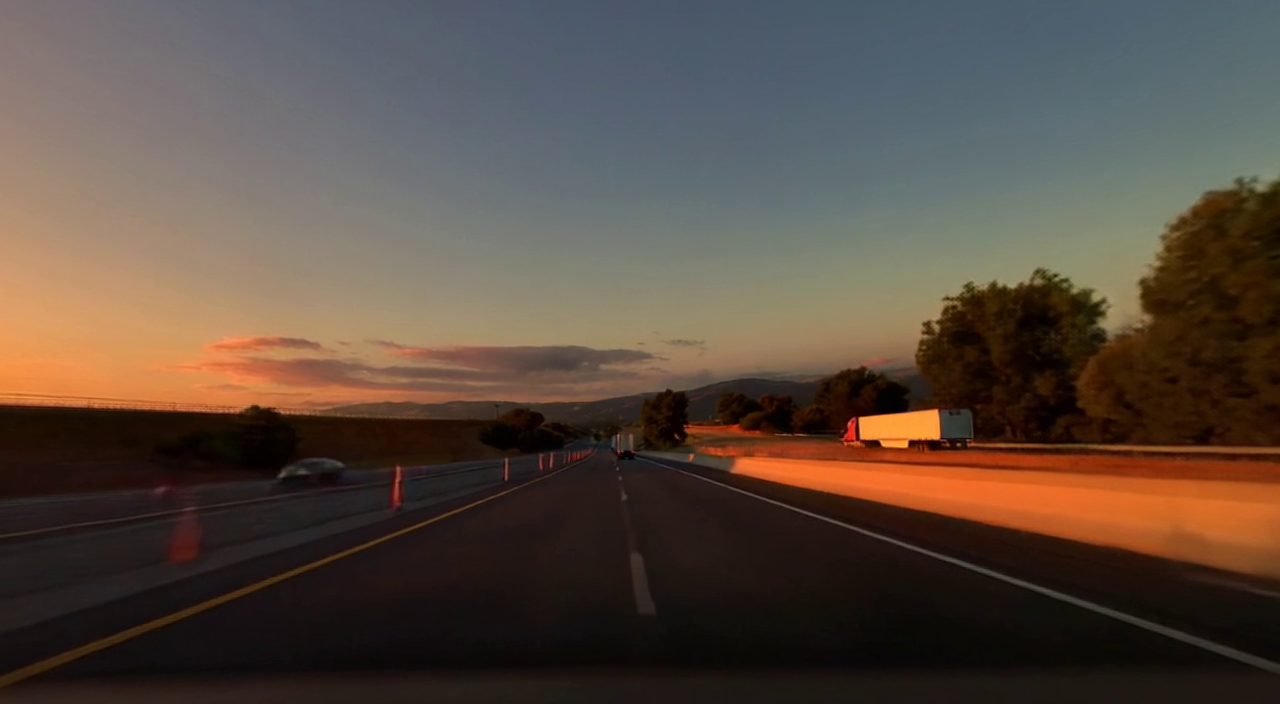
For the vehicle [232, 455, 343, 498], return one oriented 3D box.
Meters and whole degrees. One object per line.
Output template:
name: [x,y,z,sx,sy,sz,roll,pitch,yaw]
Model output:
vehicle: [-13.305,4.688,24.110,1.968,1.454,4.055,0,-9,-2]
